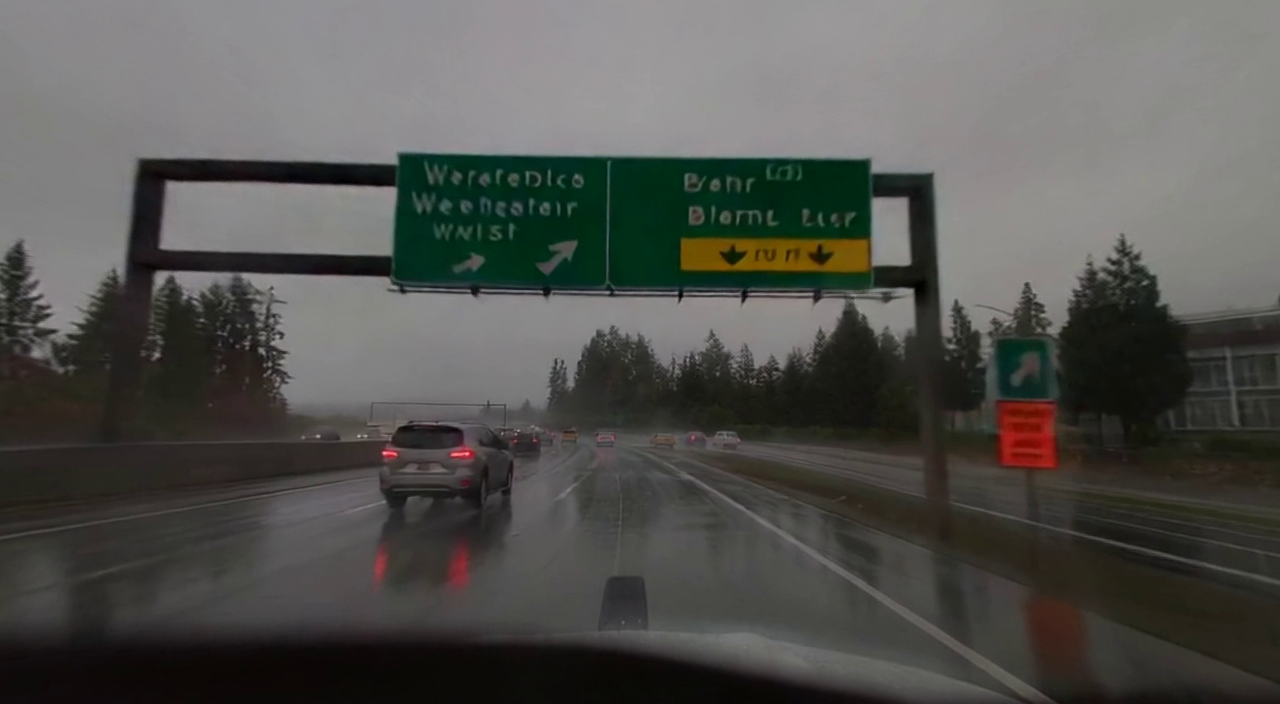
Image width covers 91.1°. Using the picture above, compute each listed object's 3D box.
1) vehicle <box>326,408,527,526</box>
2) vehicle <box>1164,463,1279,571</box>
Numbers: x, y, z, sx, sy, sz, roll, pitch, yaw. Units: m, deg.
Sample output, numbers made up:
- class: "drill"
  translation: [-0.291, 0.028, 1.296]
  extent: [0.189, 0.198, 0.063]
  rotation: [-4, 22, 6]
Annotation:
- class: "vehicle"
  translation: [-3.708, 2.120, 12.120]
  extent: [2.142, 1.789, 5.009]
  rotation: [0, -8, 0]
- class: "vehicle"
  translation: [13.391, 3.145, 11.652]
  extent: [2.179, 1.976, 5.545]
  rotation: [1, -8, -5]
